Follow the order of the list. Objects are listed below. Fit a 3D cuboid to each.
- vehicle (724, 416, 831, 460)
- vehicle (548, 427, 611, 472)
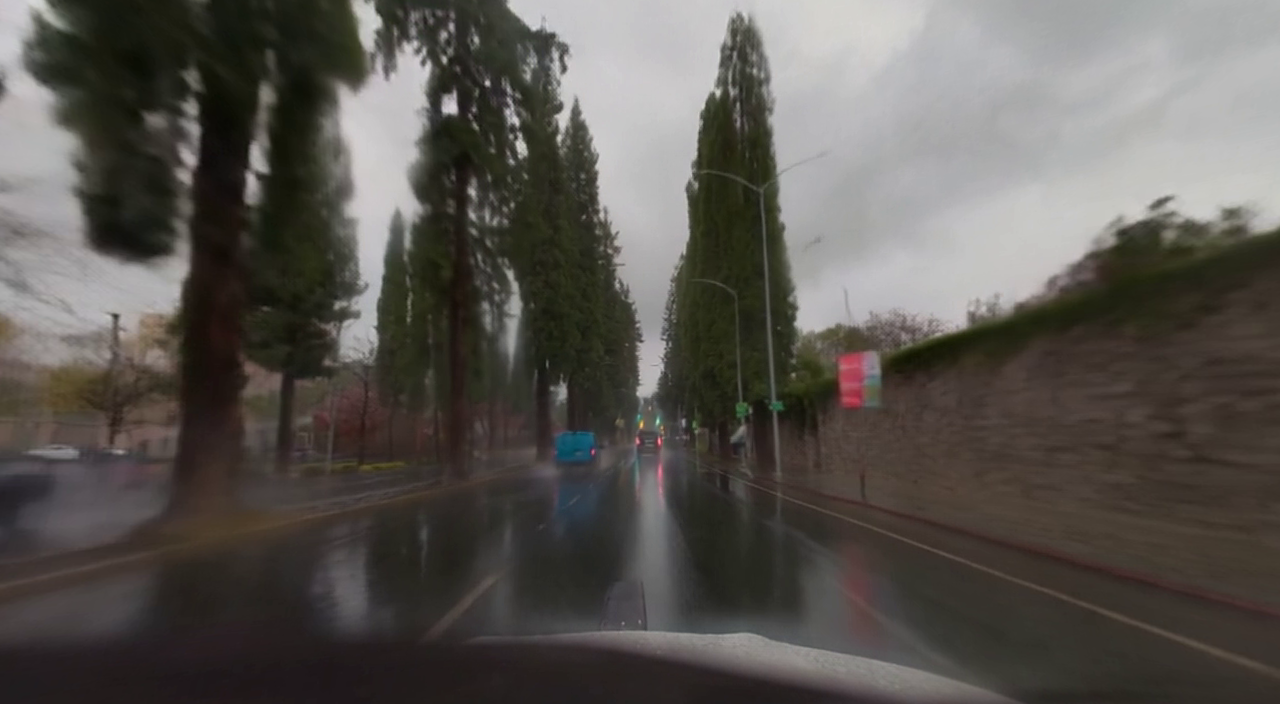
[{"bbox_3d":[9.787,6.177,45.469,7.177,2.935,3.132,0,-7,6],"label":"vehicle"},{"bbox_3d":[-2.674,4.476,28.942,2.281,1.837,4.845,0,-8,1],"label":"vehicle"}]
